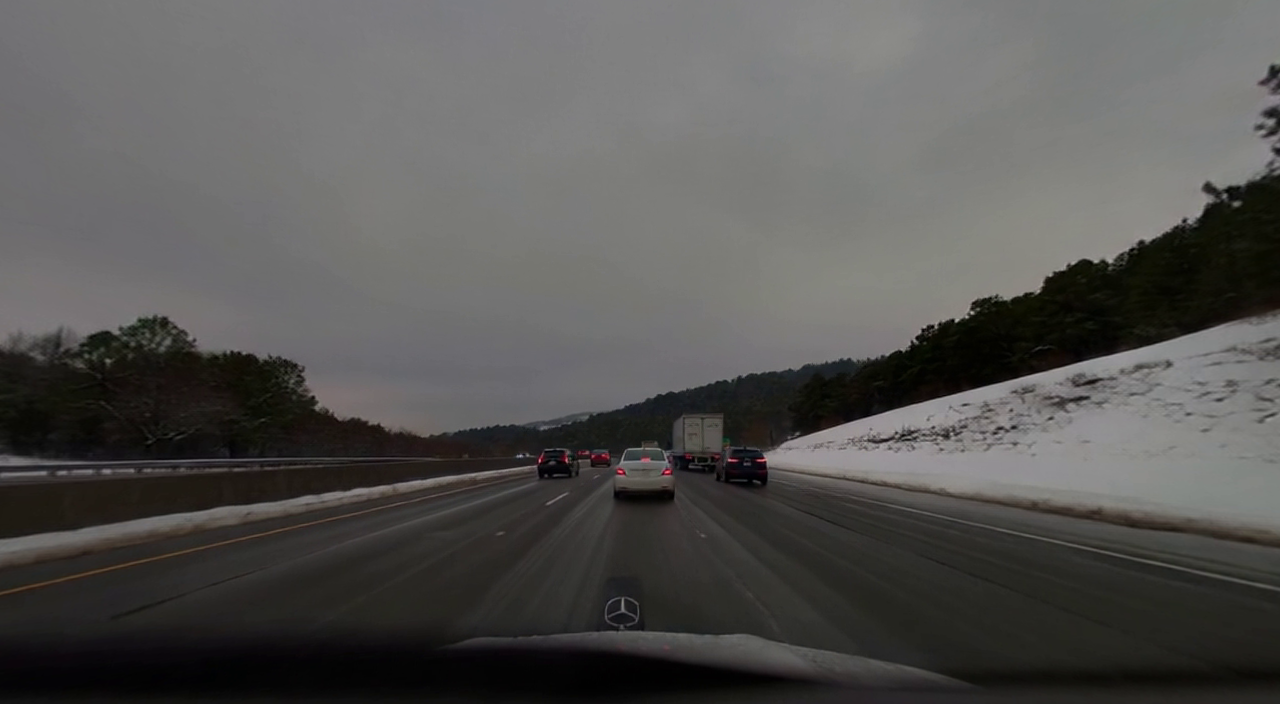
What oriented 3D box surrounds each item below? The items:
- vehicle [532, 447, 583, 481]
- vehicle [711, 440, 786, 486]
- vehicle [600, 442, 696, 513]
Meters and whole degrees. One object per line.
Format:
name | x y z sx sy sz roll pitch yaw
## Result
vehicle | -3.844 5.311 30.114 1.848 1.486 3.832 0 -9 1
vehicle | 4.050 4.254 24.318 2.029 1.579 4.484 0 -9 -1
vehicle | 0.168 2.964 15.274 2.041 1.484 3.535 0 -9 0
